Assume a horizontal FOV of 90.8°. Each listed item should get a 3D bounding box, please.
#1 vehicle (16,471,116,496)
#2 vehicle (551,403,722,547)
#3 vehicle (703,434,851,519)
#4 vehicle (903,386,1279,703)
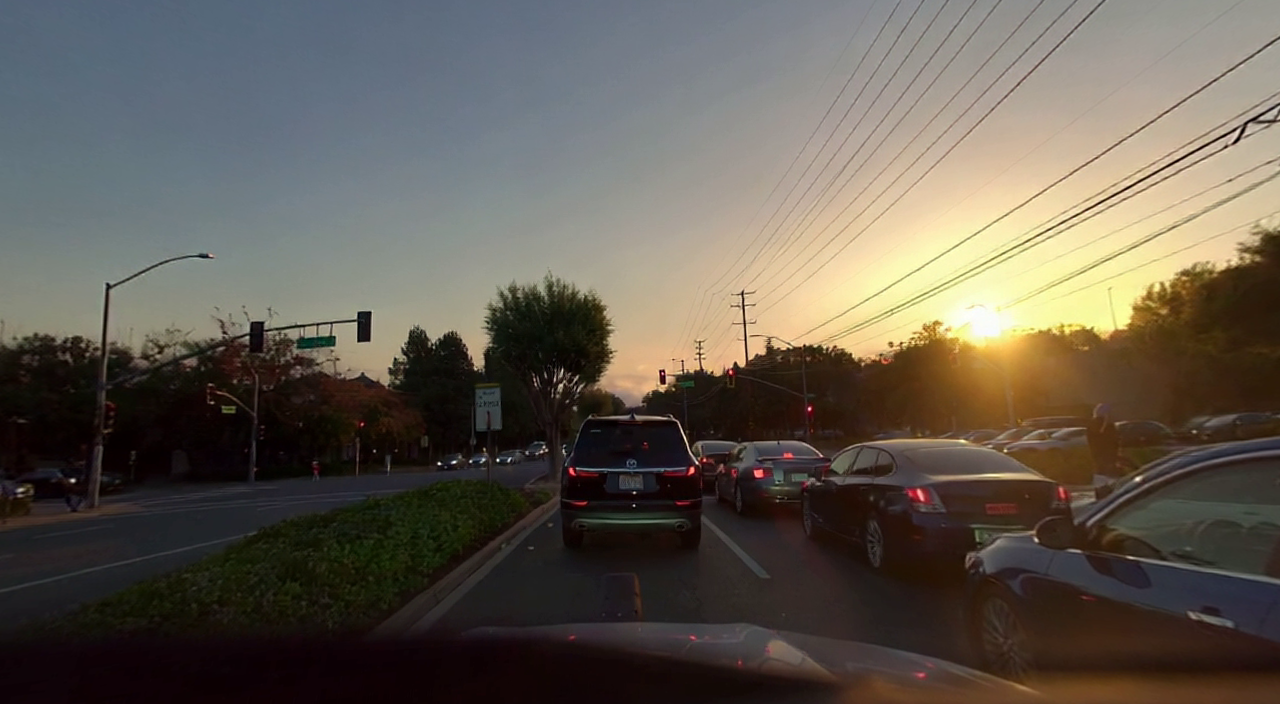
[{"bbox_3d":[-38.344,8.786,42.315,4.569,1.505,1.992,0,-9,-5],"label":"vehicle"},{"bbox_3d":[-0.121,1.973,10.774,2.236,1.856,4.816,0,-9,-2],"label":"vehicle"},{"bbox_3d":[2.656,2.541,13.444,2.025,1.477,4.333,0,-9,-2],"label":"vehicle"},{"bbox_3d":[2.730,0.853,1.887,2.004,1.460,4.297,0,-9,0],"label":"vehicle"}]
